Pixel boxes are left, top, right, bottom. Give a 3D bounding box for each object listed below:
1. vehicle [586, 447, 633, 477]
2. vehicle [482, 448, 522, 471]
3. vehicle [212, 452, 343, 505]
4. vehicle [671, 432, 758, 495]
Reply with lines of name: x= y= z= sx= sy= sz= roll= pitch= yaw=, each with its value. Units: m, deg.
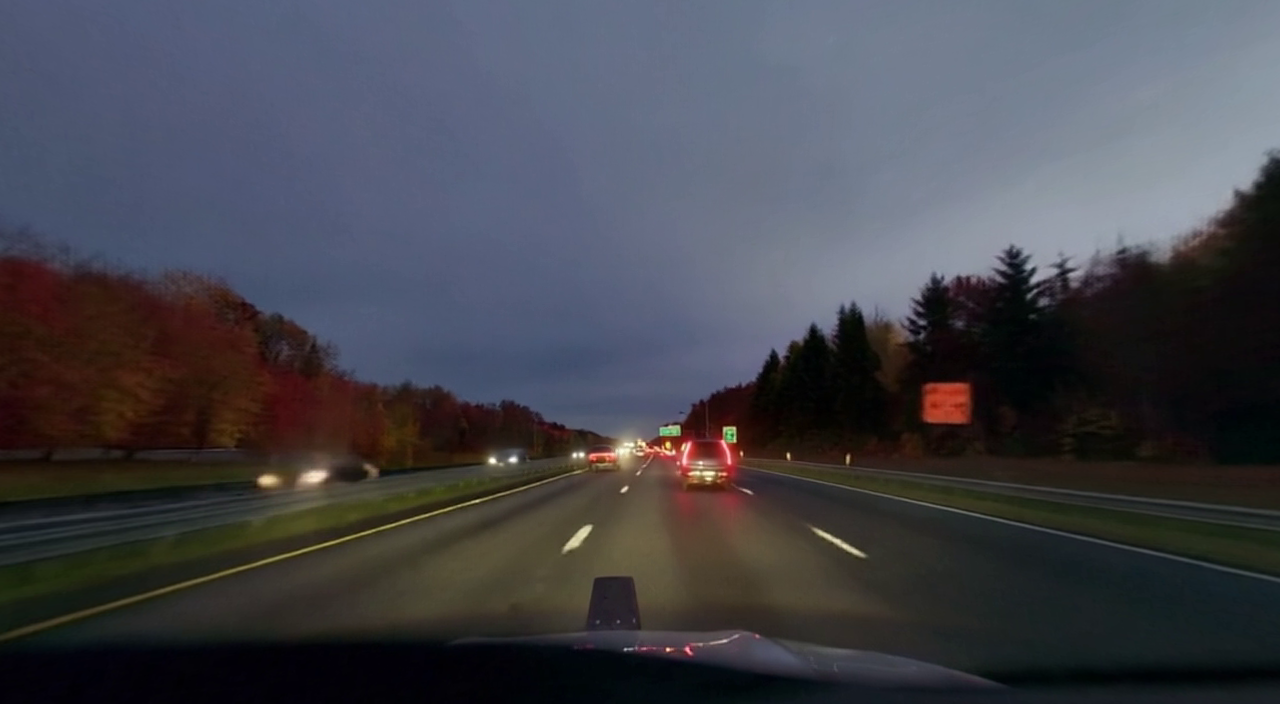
vehicle: x=-1.465 y=5.571 z=31.877 sx=2.037 sy=1.418 sz=3.793 roll=-1 pitch=-9 yaw=2
vehicle: x=-10.497 y=8.163 z=47.936 sx=1.996 sy=1.663 sz=4.278 roll=-1 pitch=-9 yaw=2
vehicle: x=-12.010 y=4.175 z=21.149 sx=1.877 sy=1.554 sz=4.051 roll=-1 pitch=-9 yaw=2
vehicle: x=2.156 y=3.426 z=19.546 sx=2.250 sy=1.718 sz=4.358 roll=0 pitch=-9 yaw=1
